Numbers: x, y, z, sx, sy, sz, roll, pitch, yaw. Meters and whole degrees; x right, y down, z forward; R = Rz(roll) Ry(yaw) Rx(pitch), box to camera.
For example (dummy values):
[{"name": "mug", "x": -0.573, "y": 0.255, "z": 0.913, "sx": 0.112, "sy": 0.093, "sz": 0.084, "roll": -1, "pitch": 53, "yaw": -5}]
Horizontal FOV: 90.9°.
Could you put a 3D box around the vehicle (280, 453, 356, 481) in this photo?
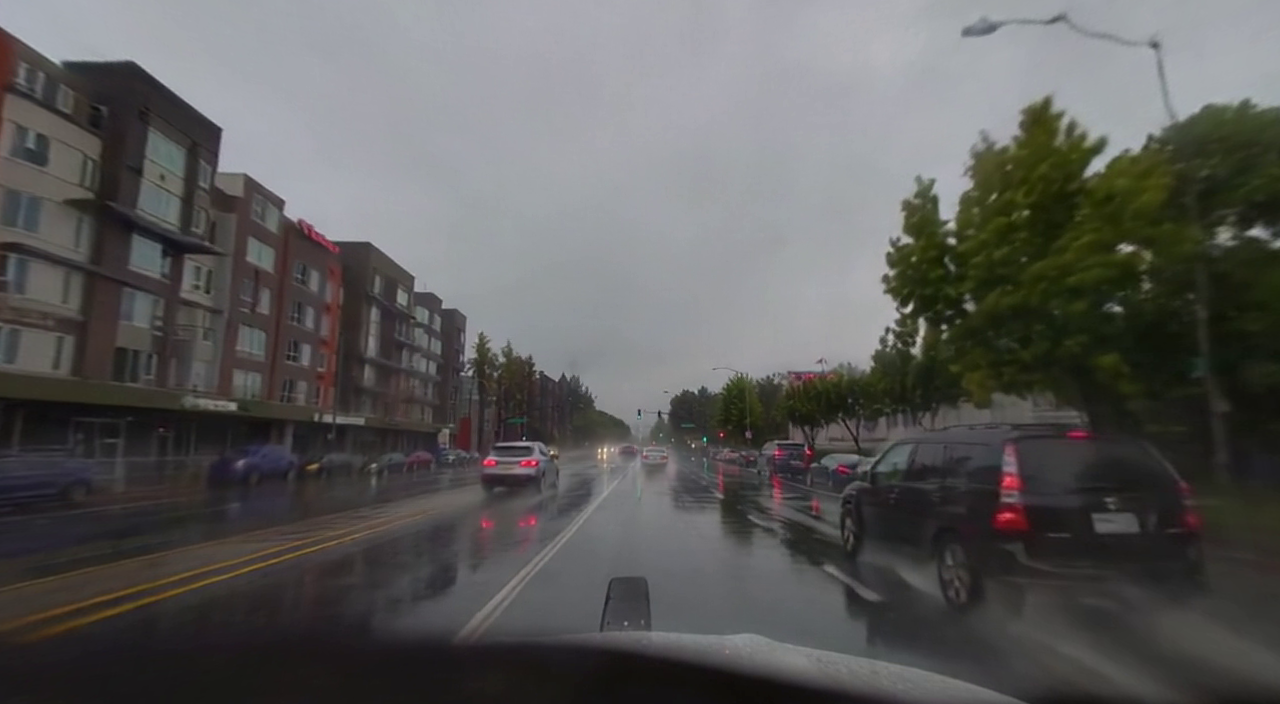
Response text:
[{"name": "vehicle", "x": -16.747, "y": 5.993, "z": 33.038, "sx": 1.668, "sy": 1.298, "sz": 4.337, "roll": 0, "pitch": -9, "yaw": 1}]

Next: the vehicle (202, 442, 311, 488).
[{"name": "vehicle", "x": -16.795, "y": 4.922, "z": 27.916, "sx": 2.089, "sy": 1.756, "sz": 4.486, "roll": -2, "pitch": -8, "yaw": -1}]

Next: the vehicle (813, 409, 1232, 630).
[{"name": "vehicle", "x": 3.404, "y": 1.544, "z": 6.733, "sx": 1.987, "sy": 1.637, "sz": 3.896, "roll": 0, "pitch": -9, "yaw": 0}]

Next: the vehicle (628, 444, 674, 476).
[{"name": "vehicle", "x": 0.535, "y": 5.348, "z": 31.547, "sx": 2.103, "sy": 1.468, "sz": 4.094, "roll": 0, "pitch": -9, "yaw": 1}]

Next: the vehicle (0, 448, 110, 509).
[{"name": "vehicle", "x": -17.127, "y": 3.390, "z": 16.899, "sx": 1.915, "sy": 1.497, "sz": 4.445, "roll": -2, "pitch": -8, "yaw": 1}]

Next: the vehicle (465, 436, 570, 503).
[{"name": "vehicle", "x": -3.048, "y": 3.008, "z": 16.576, "sx": 1.860, "sy": 1.510, "sz": 4.073, "roll": 0, "pitch": -9, "yaw": 1}]

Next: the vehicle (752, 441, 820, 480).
[{"name": "vehicle", "x": 7.248, "y": 5.446, "z": 31.865, "sx": 2.207, "sy": 1.789, "sz": 5.099, "roll": 0, "pitch": -9, "yaw": 0}]

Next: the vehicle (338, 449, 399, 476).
[{"name": "vehicle", "x": -16.719, "y": 6.819, "z": 39.041, "sx": 1.854, "sy": 1.466, "sz": 4.377, "roll": -2, "pitch": -8, "yaw": 0}]
